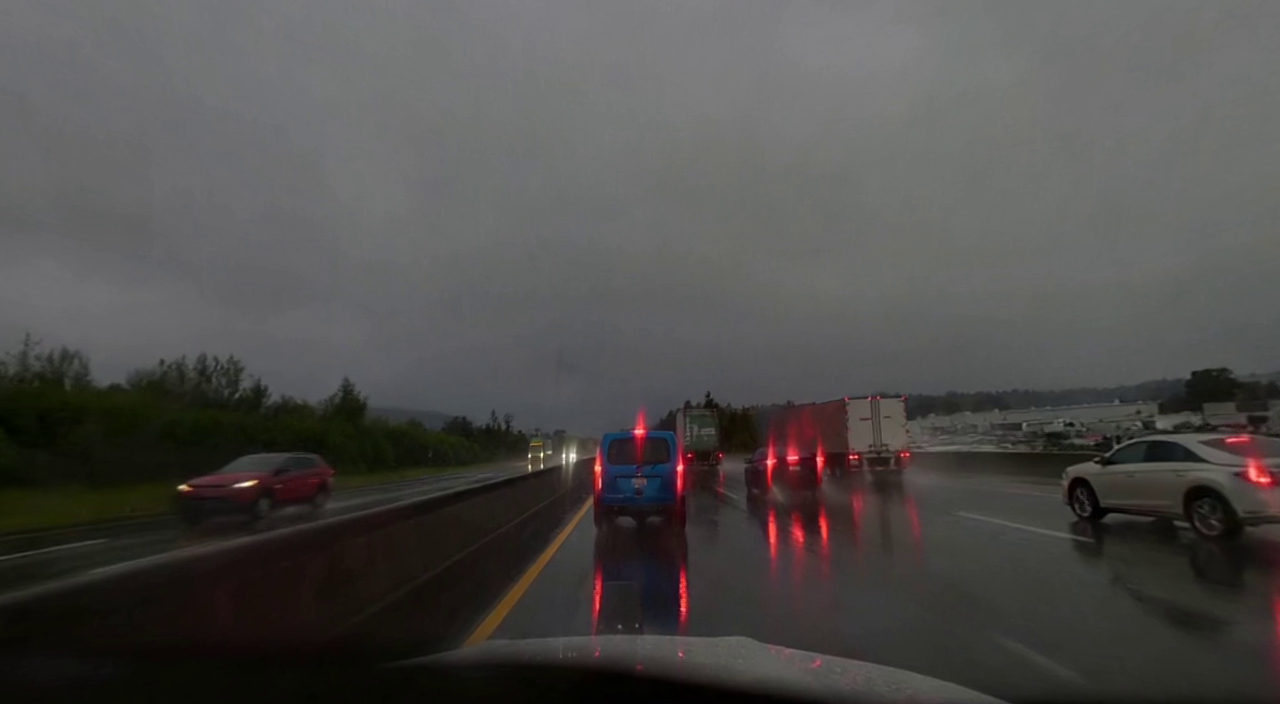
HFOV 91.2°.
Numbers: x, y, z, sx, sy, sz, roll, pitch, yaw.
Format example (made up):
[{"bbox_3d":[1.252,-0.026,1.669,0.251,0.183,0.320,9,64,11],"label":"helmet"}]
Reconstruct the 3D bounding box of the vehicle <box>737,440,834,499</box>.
[{"bbox_3d":[4.132,3.387,18.444,1.859,1.512,3.711,0,-9,-1],"label":"vehicle"}]

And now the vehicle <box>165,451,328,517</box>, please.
[{"bbox_3d":[-11.898,3.977,19.398,2.218,1.749,4.315,0,-9,0],"label":"vehicle"}]

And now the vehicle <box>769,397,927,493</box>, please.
[{"bbox_3d":[8.059,3.900,26.314,2.799,3.188,10.578,0,-9,-1],"label":"vehicle"}]

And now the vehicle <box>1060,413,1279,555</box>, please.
[{"bbox_3d":[8.496,1.790,8.930,1.913,1.652,4.384,0,-9,0],"label":"vehicle"}]

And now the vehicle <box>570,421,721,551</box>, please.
[{"bbox_3d":[0.051,2.020,9.977,1.965,1.664,3.428,0,-9,-1],"label":"vehicle"}]
